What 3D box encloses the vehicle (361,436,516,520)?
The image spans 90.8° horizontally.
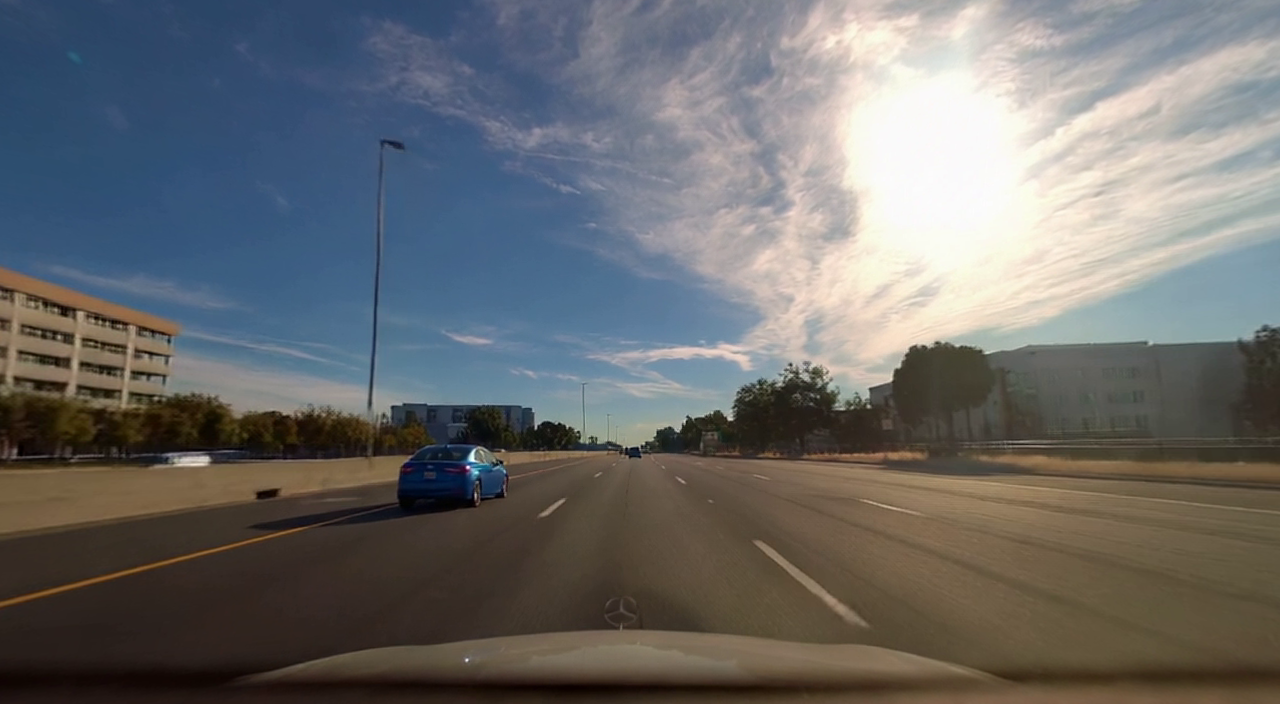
[{"bbox_3d":[-4.101,2.636,13.757,1.900,1.492,4.495,-1,-9,0],"label":"vehicle"}]

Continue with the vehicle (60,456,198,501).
[{"bbox_3d":[-21.230,5.225,26.552,1.858,1.615,4.735,-1,-9,0],"label":"vehicle"}]
